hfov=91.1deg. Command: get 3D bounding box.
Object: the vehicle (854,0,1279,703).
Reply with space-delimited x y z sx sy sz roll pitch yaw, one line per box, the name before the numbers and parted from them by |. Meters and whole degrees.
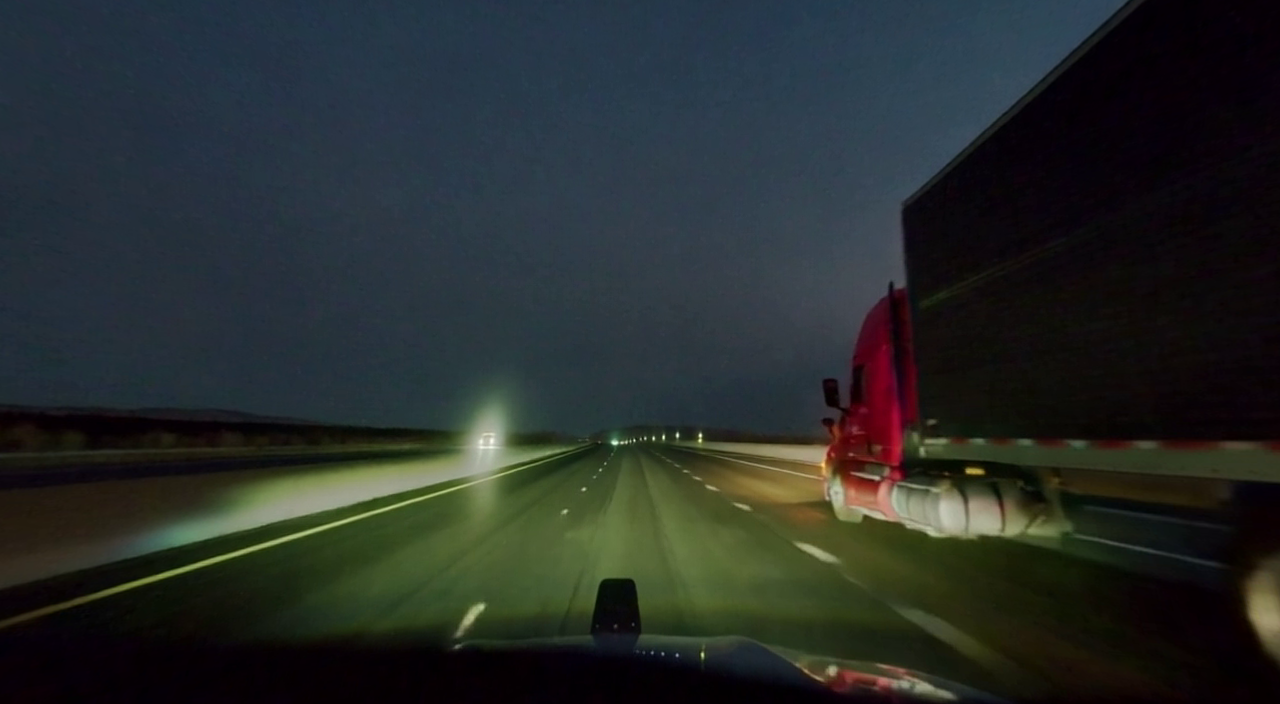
vehicle | 4.556 -0.266 3.251 3.162 3.950 10.161 0 -8 -1
